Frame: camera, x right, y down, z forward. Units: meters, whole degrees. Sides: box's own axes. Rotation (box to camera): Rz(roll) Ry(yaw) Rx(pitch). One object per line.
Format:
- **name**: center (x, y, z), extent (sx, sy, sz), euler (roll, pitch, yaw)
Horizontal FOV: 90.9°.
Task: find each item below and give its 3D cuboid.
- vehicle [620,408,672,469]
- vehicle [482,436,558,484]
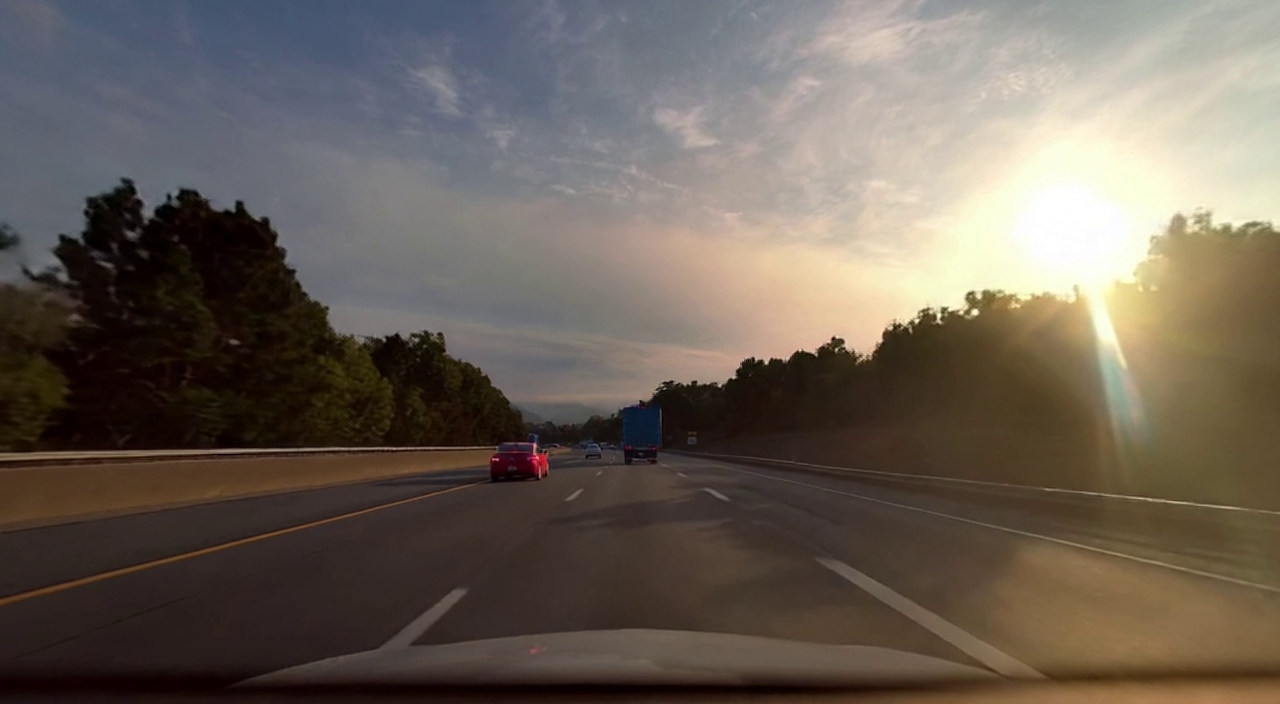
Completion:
- **vehicle**: center (0.231, 5.865, 42.224), extent (2.893, 3.628, 9.081), euler (0, -9, -3)
- **vehicle**: center (-4.280, 3.920, 23.047), extent (1.977, 1.602, 3.944), euler (0, -9, 0)
